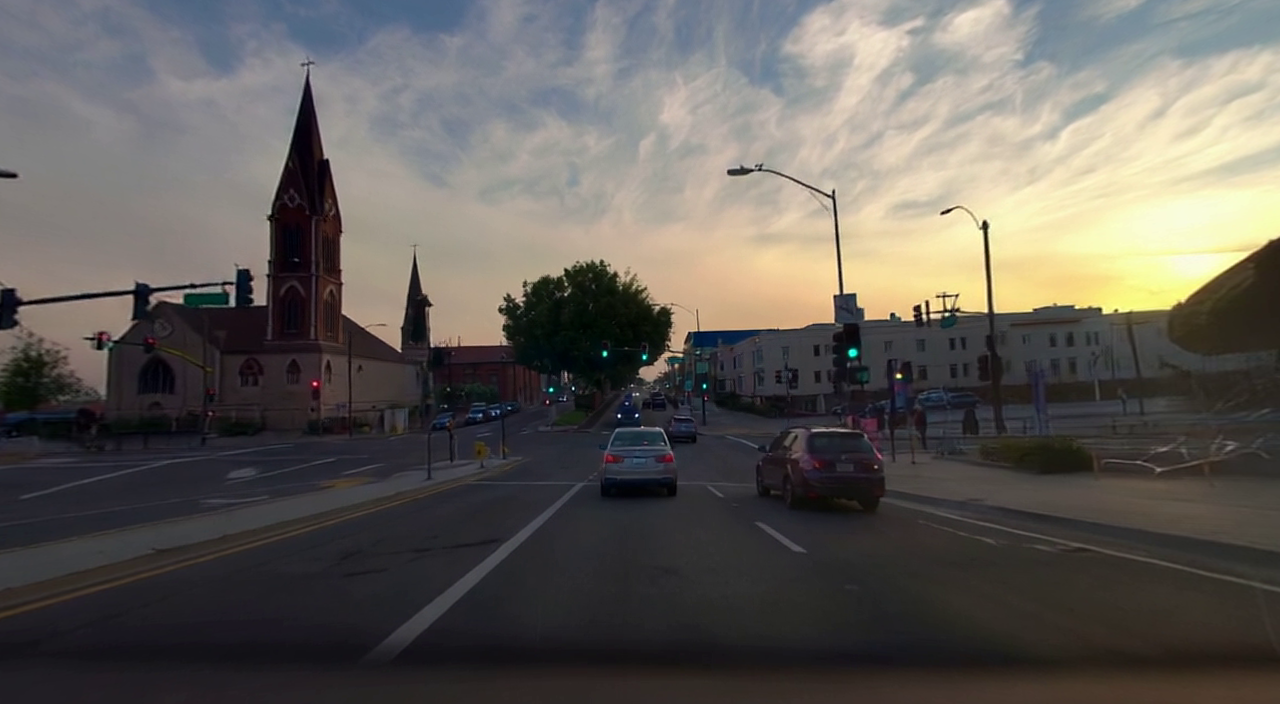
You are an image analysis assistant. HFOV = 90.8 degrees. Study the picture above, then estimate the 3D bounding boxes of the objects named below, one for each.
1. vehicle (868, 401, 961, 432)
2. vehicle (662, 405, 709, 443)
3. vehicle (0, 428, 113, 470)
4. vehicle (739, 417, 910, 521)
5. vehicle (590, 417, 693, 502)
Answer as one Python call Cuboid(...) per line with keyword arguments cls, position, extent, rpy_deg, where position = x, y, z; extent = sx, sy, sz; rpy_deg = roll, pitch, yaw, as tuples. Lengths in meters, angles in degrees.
Cuboid(cls="vehicle", position=(16.432, 3.876, 37.968), extent=(4.512, 1.734, 2.143), rpy_deg=(-1, -6, -5))
Cuboid(cls="vehicle", position=(2.635, 4.225, 37.799), extent=(2.228, 1.922, 5.335), rpy_deg=(0, -3, -2))
Cuboid(cls="vehicle", position=(-30.481, 4.929, 32.318), extent=(4.955, 1.828, 2.268), rpy_deg=(0, -3, -3))
Cuboid(cls="vehicle", position=(3.540, 2.359, 13.229), extent=(2.080, 1.735, 4.650), rpy_deg=(1, -8, -1))
Cuboid(cls="vehicle", position=(0.048, 2.591, 15.548), extent=(2.168, 1.776, 4.135), rpy_deg=(0, -8, 0))
